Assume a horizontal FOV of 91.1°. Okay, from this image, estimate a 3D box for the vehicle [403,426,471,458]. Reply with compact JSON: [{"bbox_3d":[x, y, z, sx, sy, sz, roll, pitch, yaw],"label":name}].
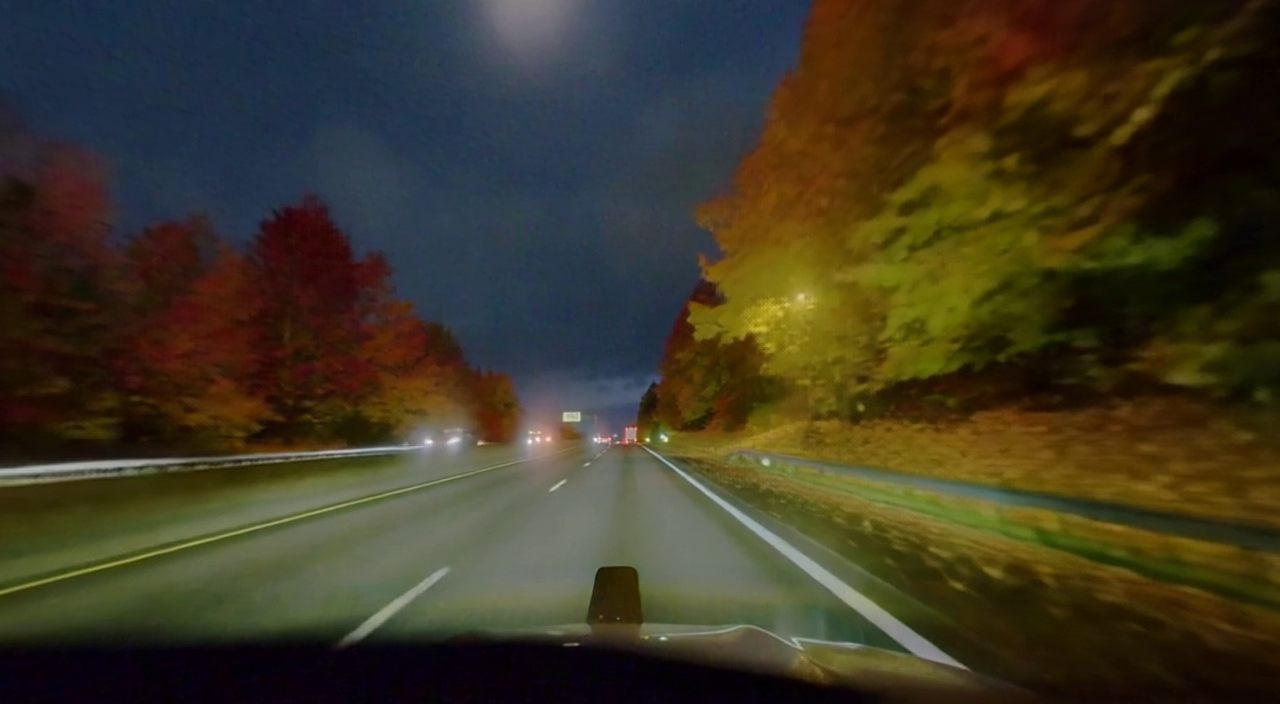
[{"bbox_3d":[-12.106,5.416,37.974,2.233,1.788,5.640,0,-8,-1],"label":"vehicle"}]
